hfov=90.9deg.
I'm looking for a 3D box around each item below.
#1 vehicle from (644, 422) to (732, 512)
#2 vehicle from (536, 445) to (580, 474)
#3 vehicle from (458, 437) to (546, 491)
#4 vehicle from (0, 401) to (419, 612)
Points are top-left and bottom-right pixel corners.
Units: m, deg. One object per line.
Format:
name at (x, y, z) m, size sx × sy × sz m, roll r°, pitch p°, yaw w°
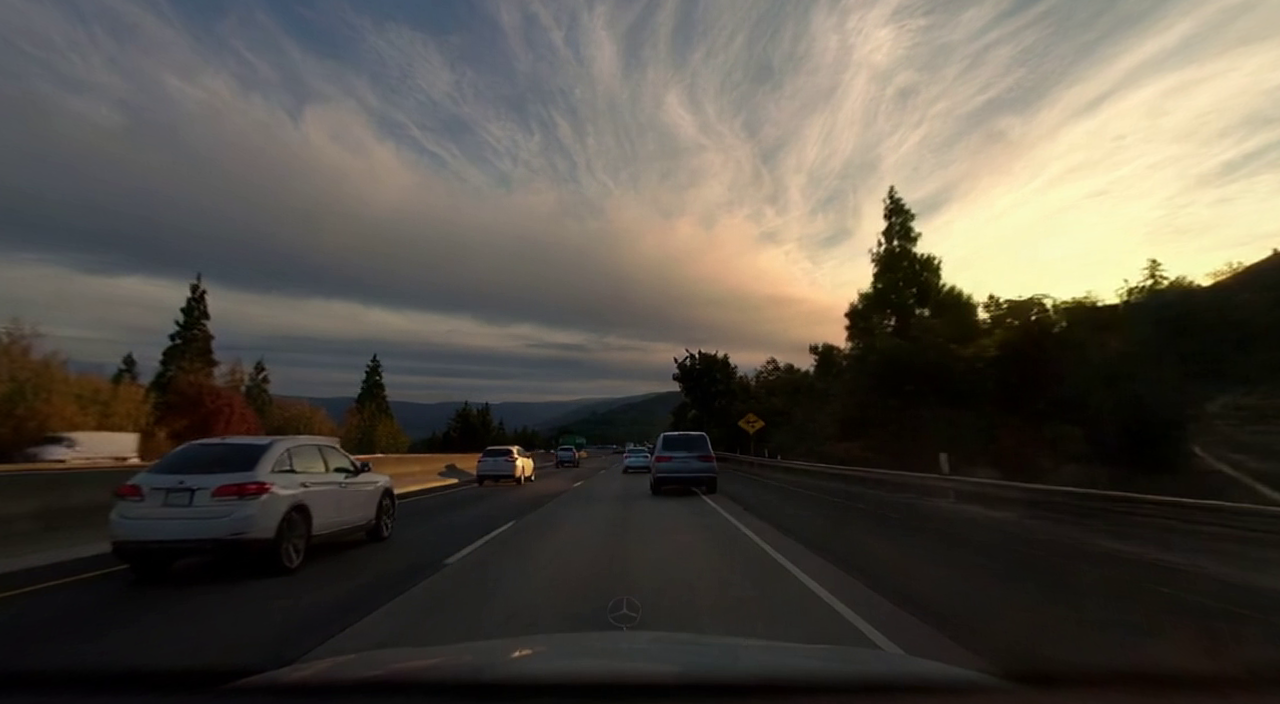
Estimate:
vehicle at (1.041, 2.771, 15.584) m, size 1.825 × 1.920 × 3.960 m, roll 0°, pitch -9°, yaw 0°
vehicle at (-4.443, 5.861, 34.573) m, size 1.867 × 1.489 × 3.829 m, roll 0°, pitch -9°, yaw 1°
vehicle at (-4.578, 3.767, 21.528) m, size 1.934 × 1.642 × 4.201 m, roll 0°, pitch -9°, yaw 2°
vehicle at (-4.228, 1.514, 7.009) m, size 2.034 × 1.642 × 3.969 m, roll 0°, pitch -9°, yaw 1°
